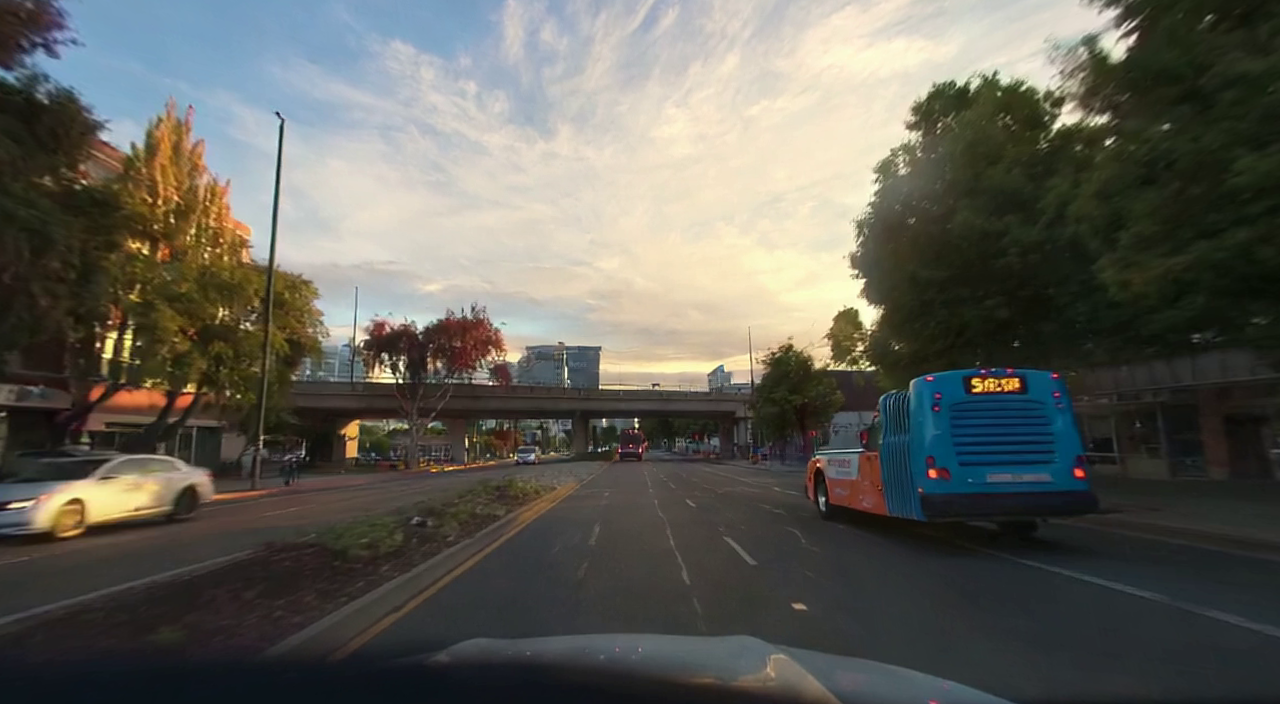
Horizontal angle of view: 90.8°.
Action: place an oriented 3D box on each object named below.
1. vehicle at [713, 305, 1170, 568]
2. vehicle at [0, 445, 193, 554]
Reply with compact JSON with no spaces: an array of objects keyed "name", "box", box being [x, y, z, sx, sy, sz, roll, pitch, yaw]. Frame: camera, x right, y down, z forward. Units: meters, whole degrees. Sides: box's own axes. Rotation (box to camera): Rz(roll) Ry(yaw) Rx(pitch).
[{"name":"vehicle","box":[4.428,2.017,14.557,3.043,3.162,13.806,0,-9,-4]},{"name":"vehicle","box":[-10.651,2.589,11.784,1.869,1.655,4.024,0,-9,-5]}]
